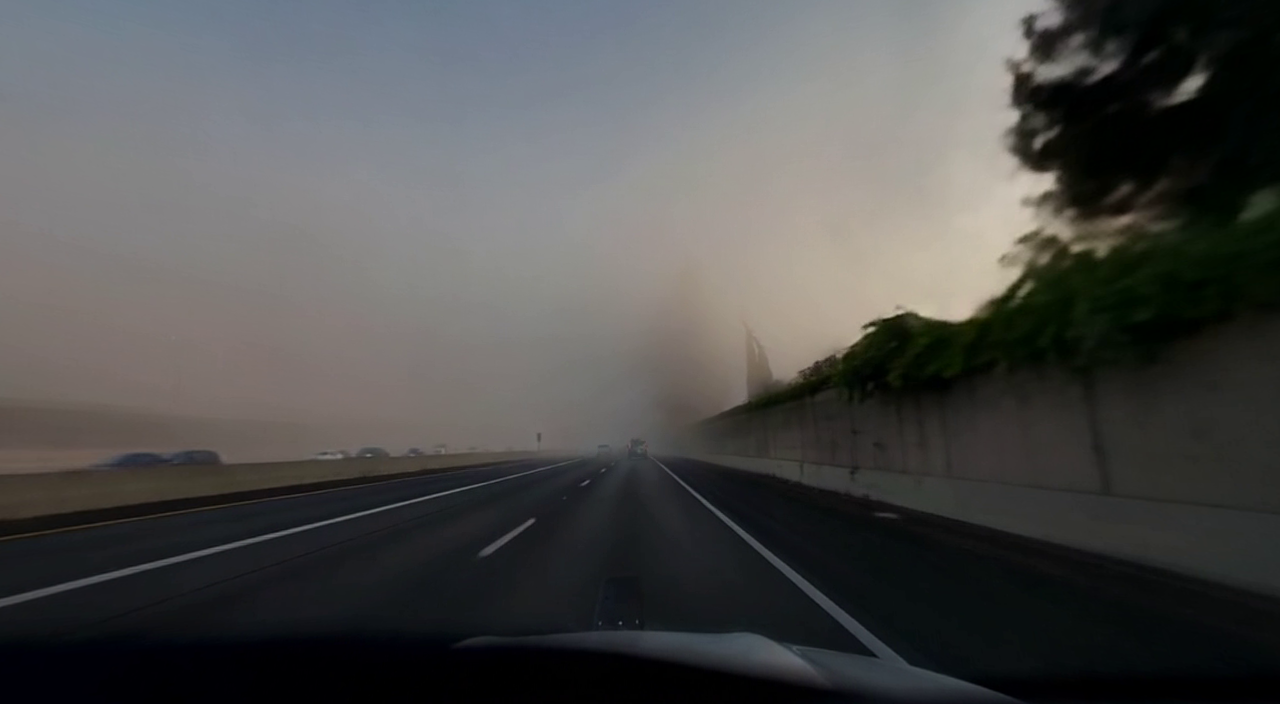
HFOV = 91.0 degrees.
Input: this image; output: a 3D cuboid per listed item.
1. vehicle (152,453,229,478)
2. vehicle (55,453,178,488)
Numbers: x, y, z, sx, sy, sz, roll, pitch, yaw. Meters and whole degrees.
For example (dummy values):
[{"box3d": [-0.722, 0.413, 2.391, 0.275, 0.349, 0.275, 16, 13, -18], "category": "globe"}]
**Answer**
[{"box3d": [-29.908, 7.565, 42.119, 1.835, 1.532, 4.481, 0, -9, 0], "category": "vehicle"}, {"box3d": [-26.033, 5.882, 31.561, 2.033, 1.555, 4.737, 0, -9, 1], "category": "vehicle"}]
